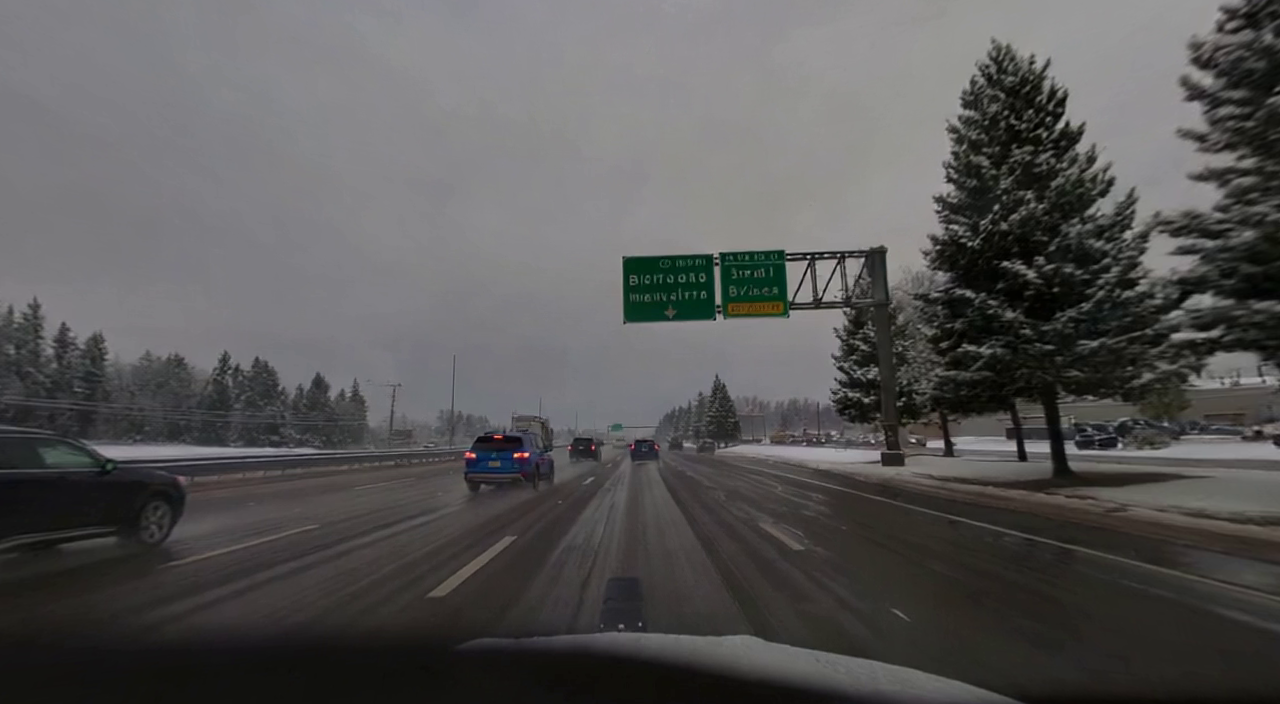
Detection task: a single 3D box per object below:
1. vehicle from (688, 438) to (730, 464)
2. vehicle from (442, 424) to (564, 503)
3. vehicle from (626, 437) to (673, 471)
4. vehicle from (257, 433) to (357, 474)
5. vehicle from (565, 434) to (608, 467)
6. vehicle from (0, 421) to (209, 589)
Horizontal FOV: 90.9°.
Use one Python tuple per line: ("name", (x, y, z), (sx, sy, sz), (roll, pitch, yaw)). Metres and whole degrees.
("vehicle", (4.116, 5.994, 38.368), (1.980, 1.492, 4.442), (0, -8, -1))
("vehicle", (-3.204, 2.721, 15.798), (1.961, 1.687, 4.453), (0, -8, 1))
("vehicle", (0.408, 4.786, 29.717), (2.090, 1.474, 3.970), (0, -8, 0))
("vehicle", (-15.024, 4.601, 28.766), (2.011, 1.708, 4.556), (0, -8, 0))
("vehicle", (-2.961, 5.557, 35.847), (2.007, 1.730, 4.412), (0, -8, 0))
("vehicle", (-6.620, 1.476, 6.349), (1.831, 1.486, 3.778), (0, -8, 1))
